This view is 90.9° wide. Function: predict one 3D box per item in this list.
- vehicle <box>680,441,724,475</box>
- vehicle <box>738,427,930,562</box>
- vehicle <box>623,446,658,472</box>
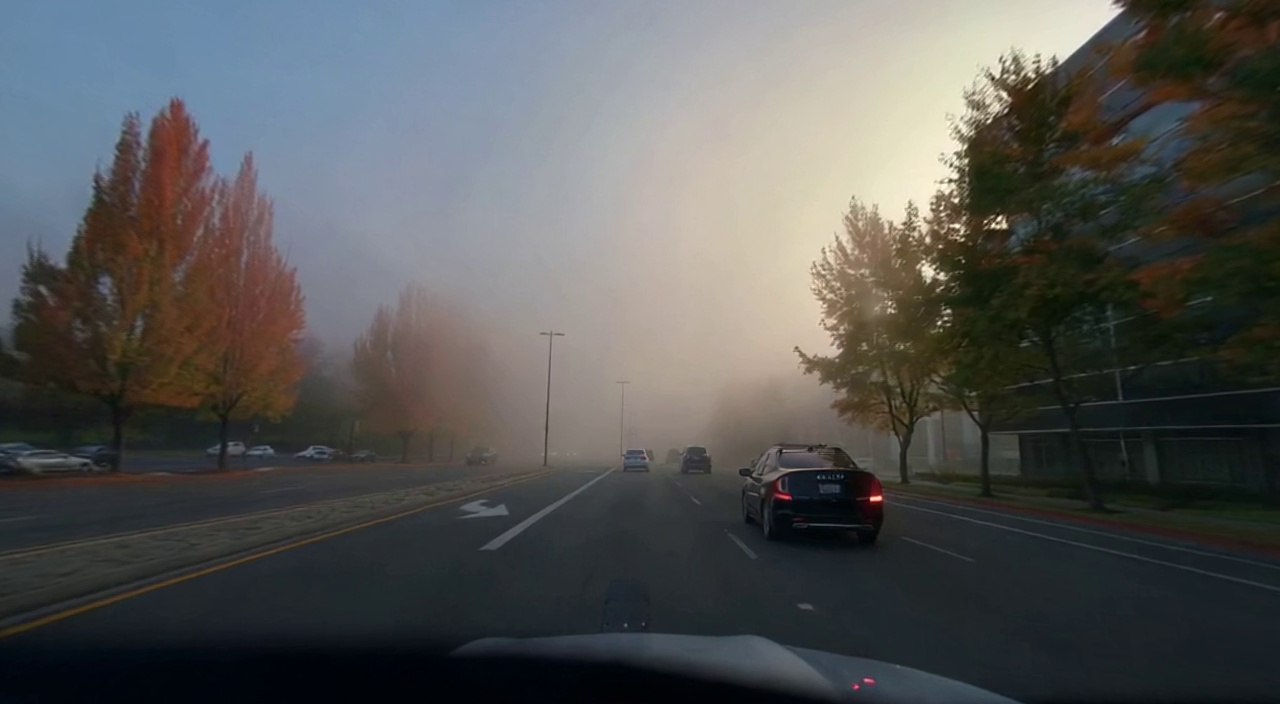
[{"bbox_3d":[3.737,6.468,38.766,2.154,1.844,4.634,2,-8,-1],"label":"vehicle"},{"bbox_3d":[2.835,2.126,10.156,1.901,1.634,3.896,3,-8,1],"label":"vehicle"},{"bbox_3d":[0.022,6.494,38.578,1.991,1.477,3.814,0,-8,0],"label":"vehicle"}]
